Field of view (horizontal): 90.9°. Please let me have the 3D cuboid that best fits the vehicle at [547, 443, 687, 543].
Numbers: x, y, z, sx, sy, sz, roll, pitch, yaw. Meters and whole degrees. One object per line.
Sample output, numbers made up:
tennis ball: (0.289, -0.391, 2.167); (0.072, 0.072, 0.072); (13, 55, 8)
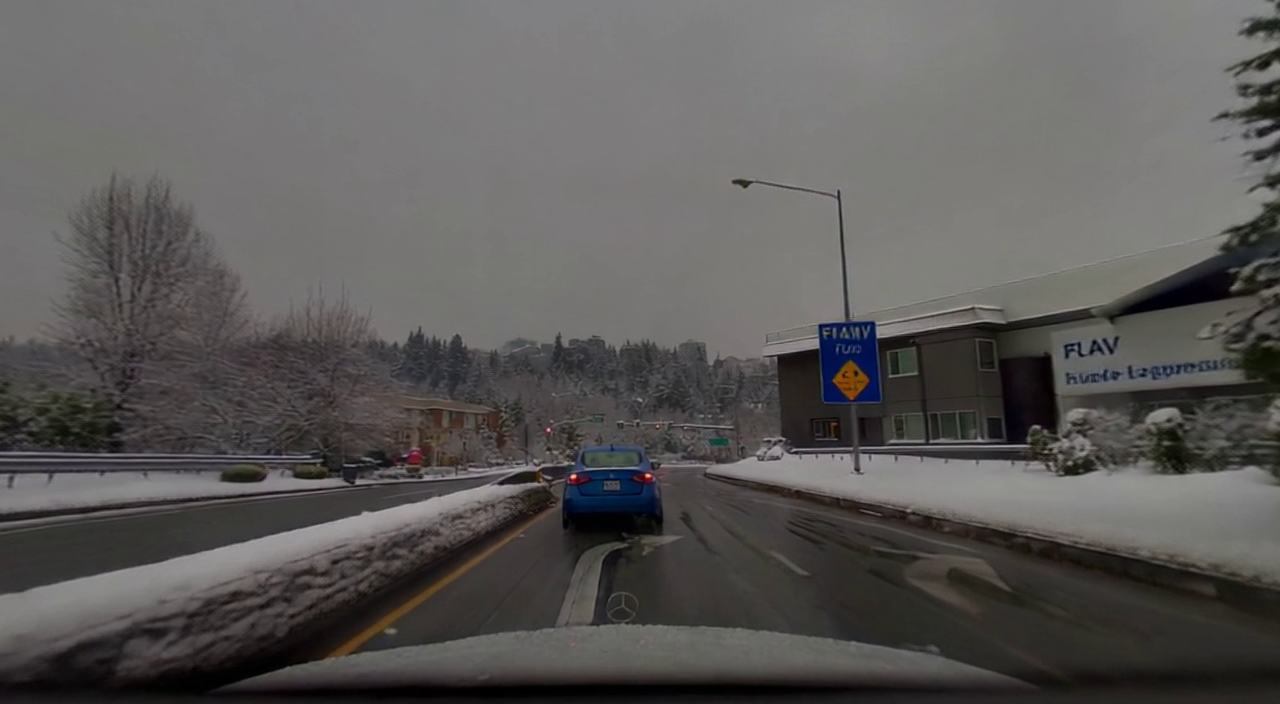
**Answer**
vehicle: (-0.415, 2.387, 11.306); (2.063, 1.442, 3.933); (0, -9, -2)
